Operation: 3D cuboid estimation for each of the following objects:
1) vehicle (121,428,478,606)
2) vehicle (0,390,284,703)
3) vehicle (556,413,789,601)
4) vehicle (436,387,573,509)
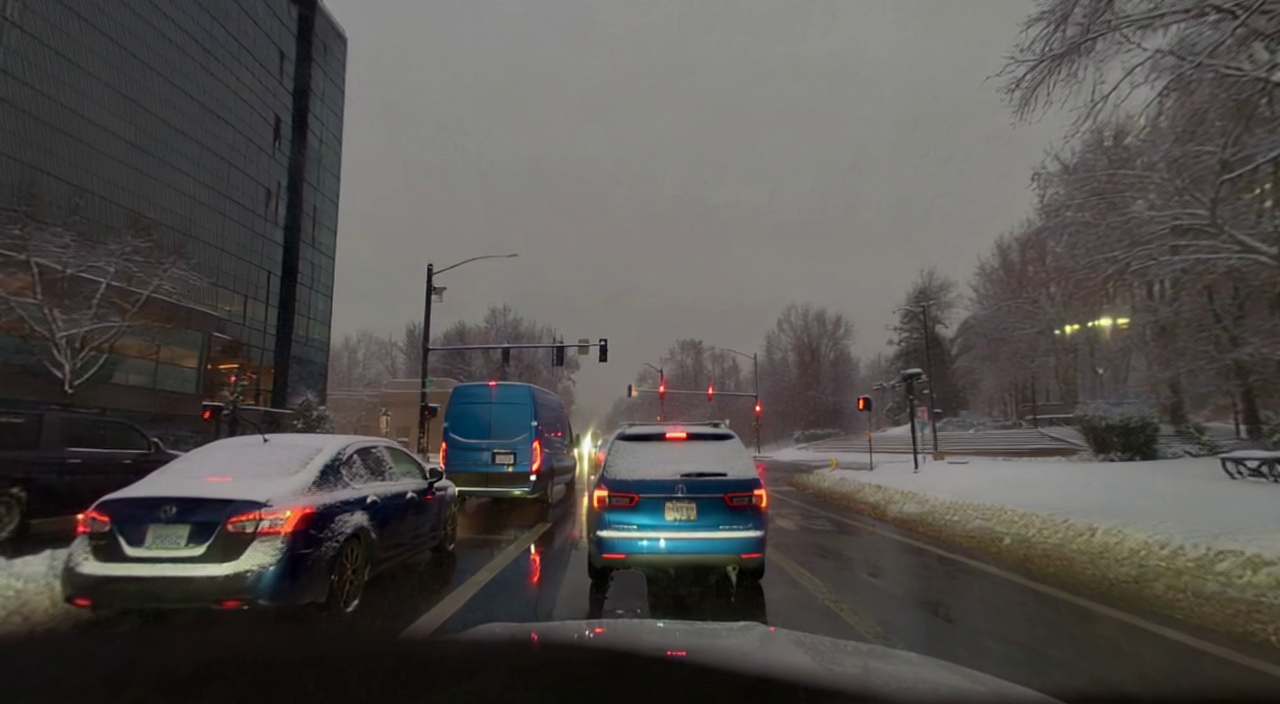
[{"bbox_3d":[-3.486,1.754,7.570,1.955,1.499,4.223,0,-9,0],"label":"vehicle"},{"bbox_3d":[-2.911,0.813,1.523,1.893,1.491,3.798,0,-9,-1],"label":"vehicle"},{"bbox_3d":[0.194,1.597,7.203,1.979,1.562,3.630,0,-9,-3],"label":"vehicle"},{"bbox_3d":[-3.258,2.541,16.587,2.343,2.635,5.684,0,-9,0],"label":"vehicle"}]
